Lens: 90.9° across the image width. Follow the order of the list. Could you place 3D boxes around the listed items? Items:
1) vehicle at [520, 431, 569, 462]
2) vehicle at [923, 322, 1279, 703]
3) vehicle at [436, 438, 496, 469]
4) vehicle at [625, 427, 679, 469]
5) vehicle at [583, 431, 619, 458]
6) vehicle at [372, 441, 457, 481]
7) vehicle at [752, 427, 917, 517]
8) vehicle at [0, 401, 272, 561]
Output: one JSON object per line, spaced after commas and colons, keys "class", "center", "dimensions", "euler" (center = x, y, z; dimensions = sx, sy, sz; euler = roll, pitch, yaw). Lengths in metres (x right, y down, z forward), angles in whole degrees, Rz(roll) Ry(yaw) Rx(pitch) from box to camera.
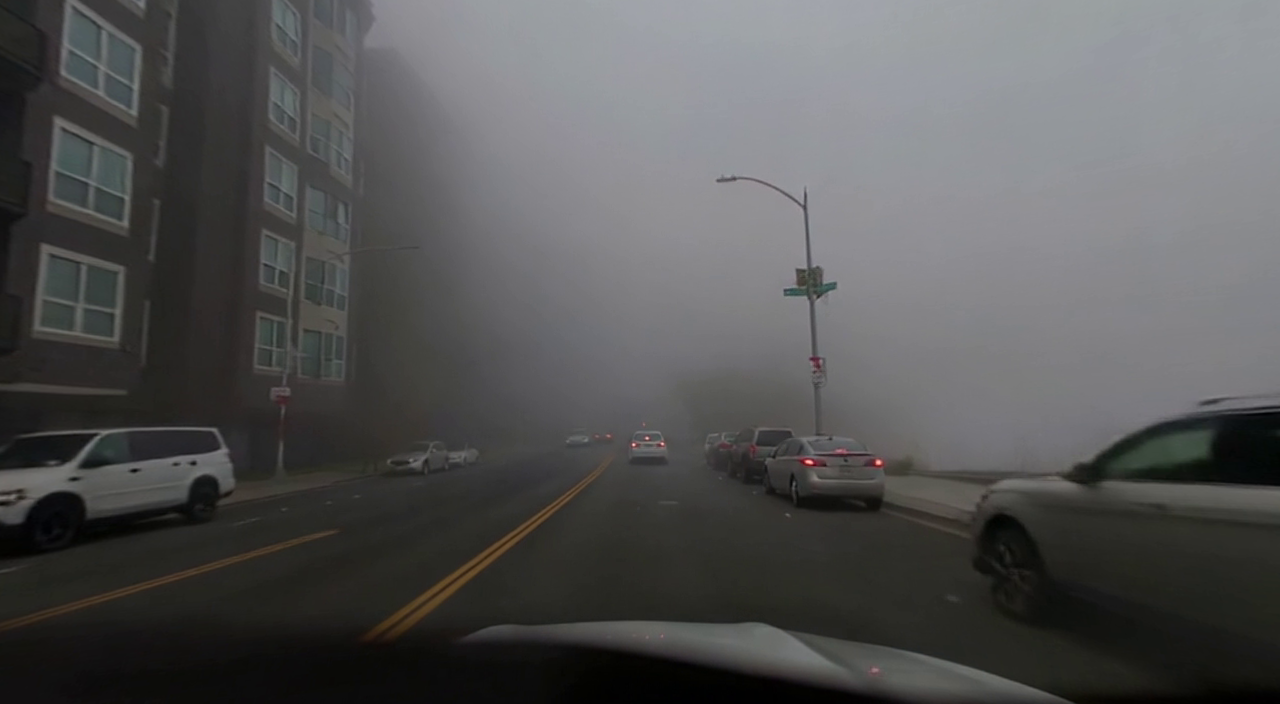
{"class": "vehicle", "center": [-5.982, 6.003, 40.166], "dimensions": [2.345, 1.831, 4.828], "euler": [-1, -8, 1]}
{"class": "vehicle", "center": [3.718, 0.863, 3.165], "dimensions": [2.260, 1.789, 4.810], "euler": [0, -8, -1]}
{"class": "vehicle", "center": [-9.298, 5.476, 34.114], "dimensions": [2.002, 1.546, 4.339], "euler": [0, -8, 0]}
{"class": "vehicle", "center": [0.539, 4.337, 28.633], "dimensions": [2.261, 1.740, 4.065], "euler": [0, -8, 1]}
{"class": "vehicle", "center": [-2.613, 6.366, 43.321], "dimensions": [2.219, 1.746, 4.197], "euler": [0, -8, 0]}
{"class": "vehicle", "center": [-9.211, 4.462, 26.195], "dimensions": [2.021, 1.474, 4.337], "euler": [0, -8, -2]}
{"class": "vehicle", "center": [3.640, 2.335, 12.785], "dimensions": [2.033, 1.470, 4.502], "euler": [-1, -8, 2]}
{"class": "vehicle", "center": [-9.251, 2.064, 10.911], "dimensions": [2.457, 2.048, 5.461], "euler": [0, -8, 0]}
